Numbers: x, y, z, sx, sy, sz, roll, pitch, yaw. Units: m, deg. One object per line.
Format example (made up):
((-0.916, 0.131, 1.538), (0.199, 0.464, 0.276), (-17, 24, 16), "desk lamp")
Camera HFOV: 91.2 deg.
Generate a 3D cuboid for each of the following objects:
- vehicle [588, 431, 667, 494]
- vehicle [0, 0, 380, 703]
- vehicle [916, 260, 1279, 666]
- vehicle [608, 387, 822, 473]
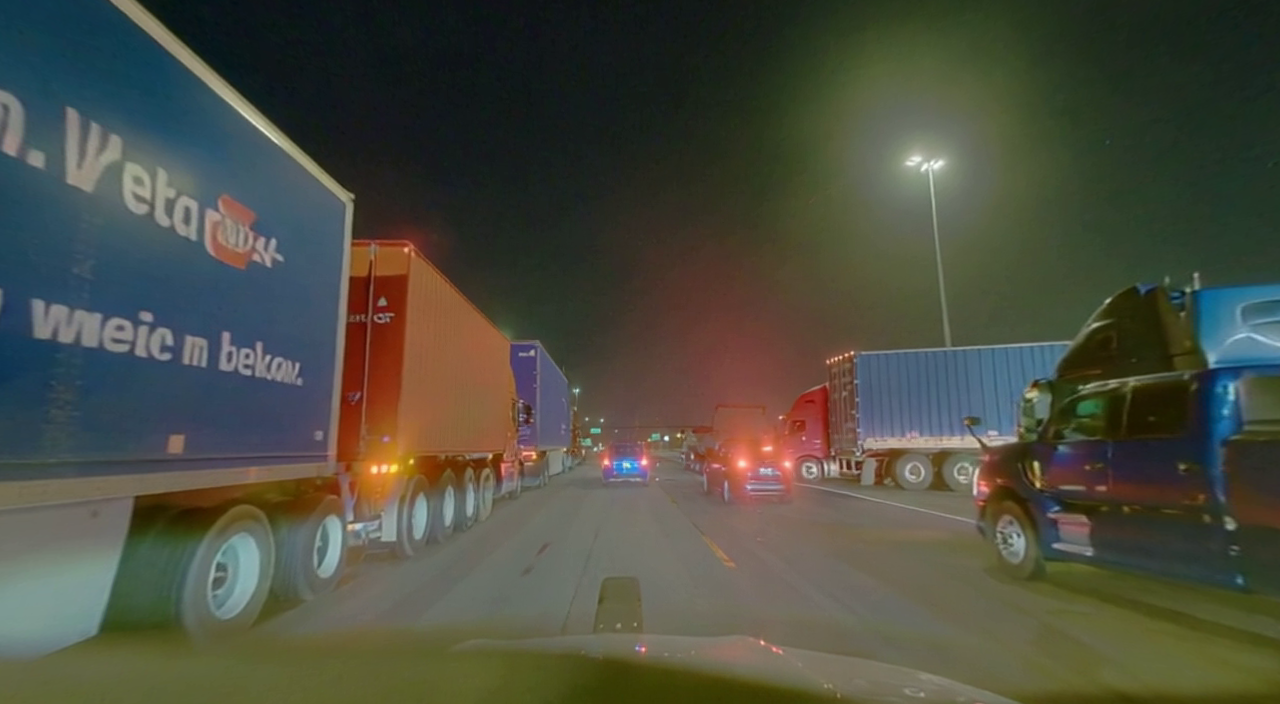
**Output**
((-0.397, 3.318, 19.055), (2.140, 1.682, 3.971), (0, -9, -1), "vehicle")
((-3.956, 0.190, 2.769), (2.844, 3.085, 6.941), (0, -9, -2), "vehicle")
((5.144, 0.891, 5.267), (2.570, 2.439, 6.392), (0, -9, -1), "vehicle")
((3.518, 4.502, 36.659), (2.877, 4.124, 14.516), (2, -7, -38), "vehicle")
